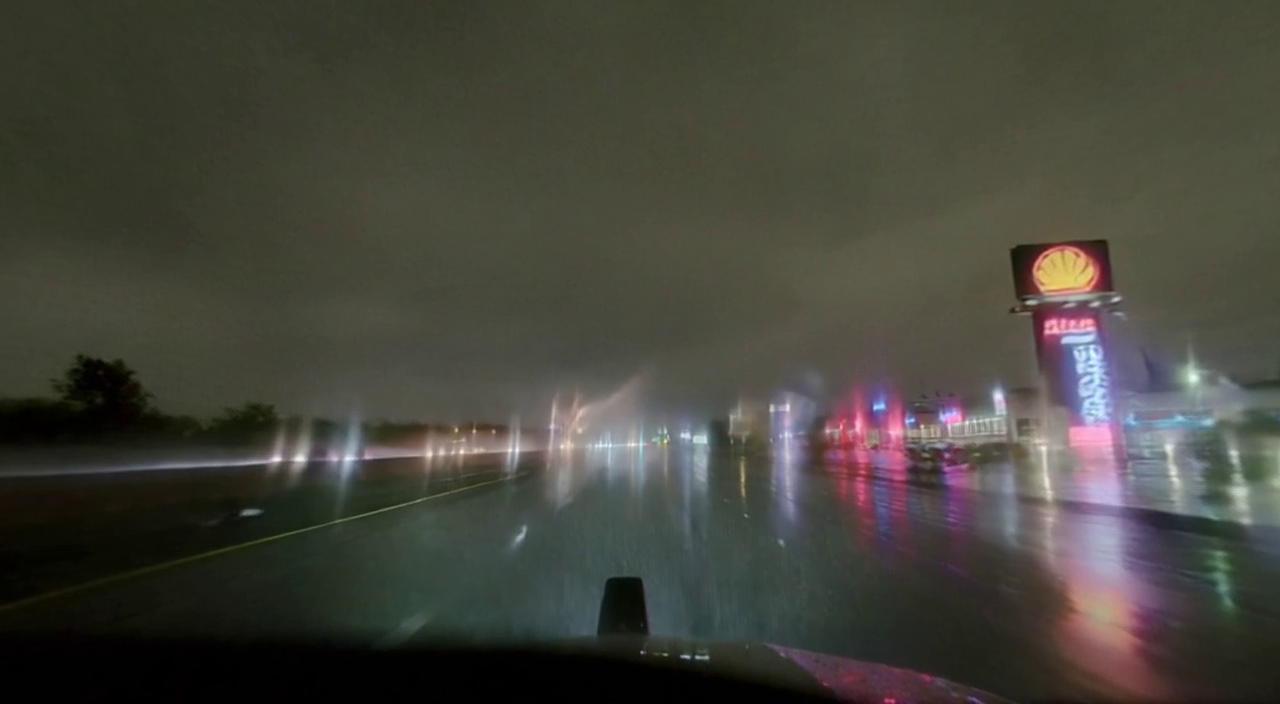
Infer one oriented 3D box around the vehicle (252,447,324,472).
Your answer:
[{"bbox_3d":[-22.953,6.988,41.338,1.908,1.481,4.806,0,-8,1],"label":"vehicle"}]
